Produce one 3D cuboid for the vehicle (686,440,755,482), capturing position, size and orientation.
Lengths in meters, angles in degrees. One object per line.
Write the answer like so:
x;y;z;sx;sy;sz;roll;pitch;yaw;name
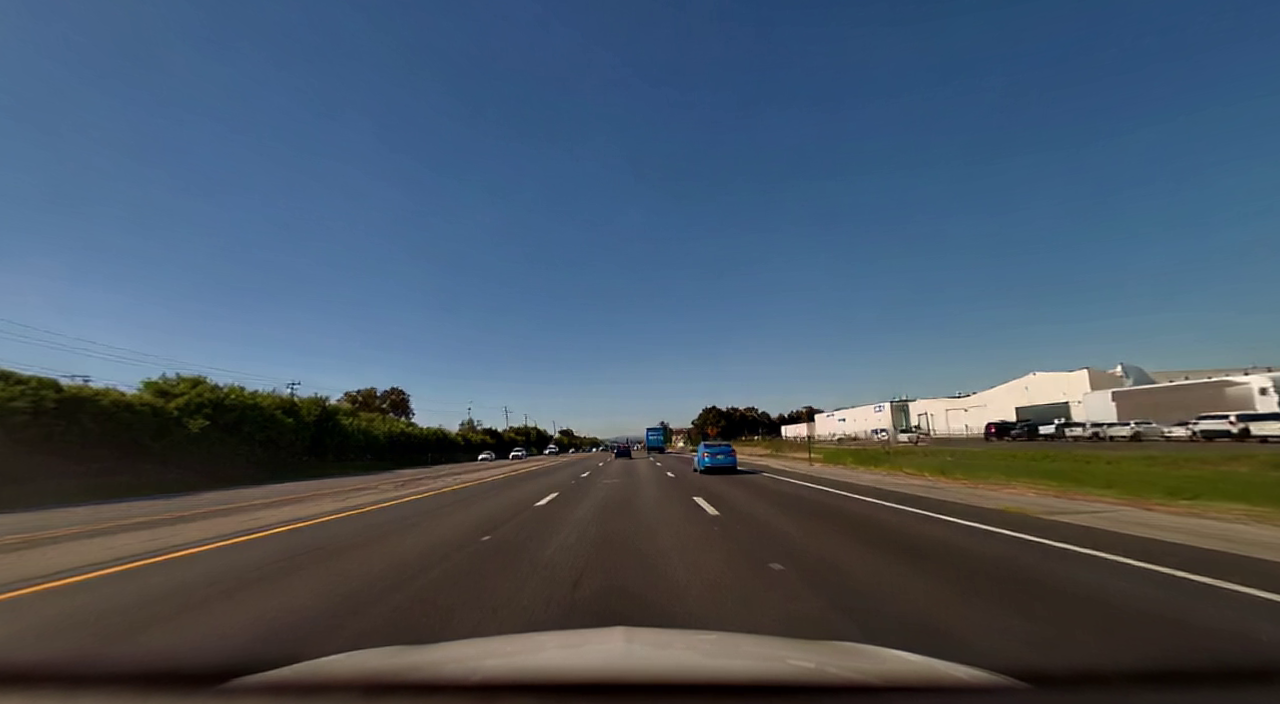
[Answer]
3.005;4.153;24.336;2.048;1.482;3.956;0;-8;-2;vehicle
